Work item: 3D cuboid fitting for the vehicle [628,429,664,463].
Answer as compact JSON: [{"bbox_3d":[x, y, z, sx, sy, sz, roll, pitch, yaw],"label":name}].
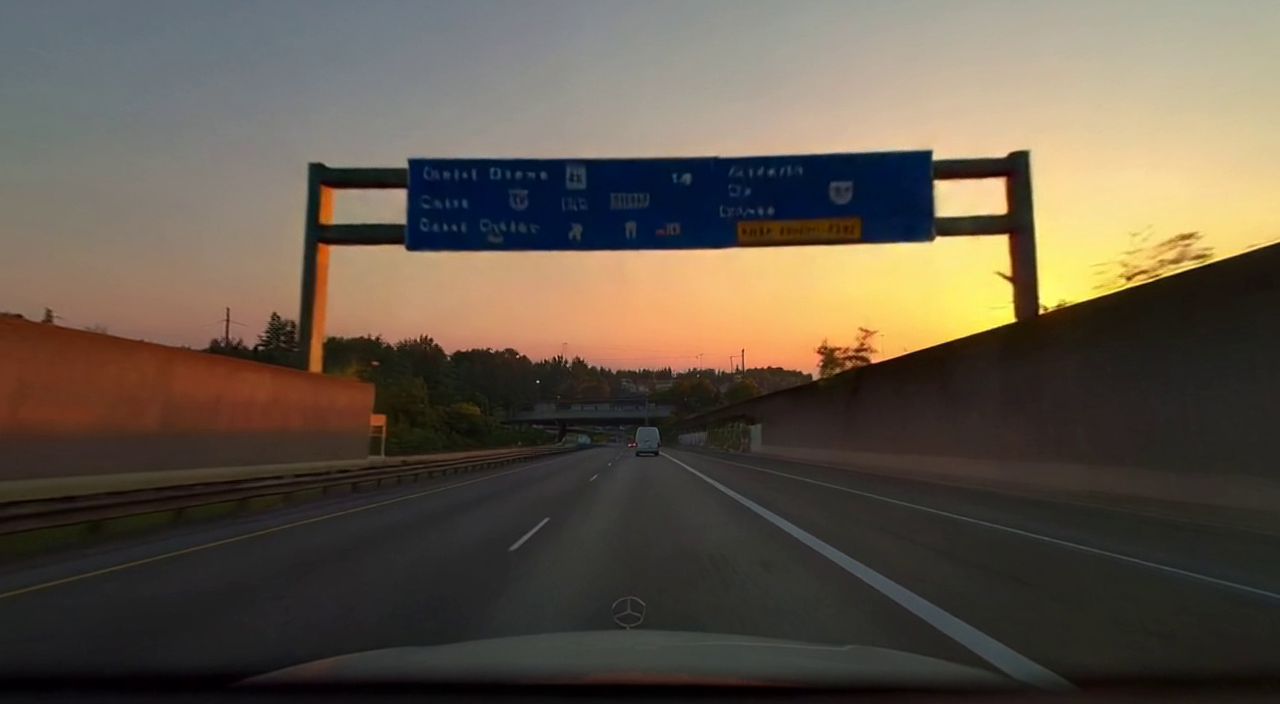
[{"bbox_3d":[0.402,6.290,42.233,2.277,2.109,4.922,0,-8,0],"label":"vehicle"}]
